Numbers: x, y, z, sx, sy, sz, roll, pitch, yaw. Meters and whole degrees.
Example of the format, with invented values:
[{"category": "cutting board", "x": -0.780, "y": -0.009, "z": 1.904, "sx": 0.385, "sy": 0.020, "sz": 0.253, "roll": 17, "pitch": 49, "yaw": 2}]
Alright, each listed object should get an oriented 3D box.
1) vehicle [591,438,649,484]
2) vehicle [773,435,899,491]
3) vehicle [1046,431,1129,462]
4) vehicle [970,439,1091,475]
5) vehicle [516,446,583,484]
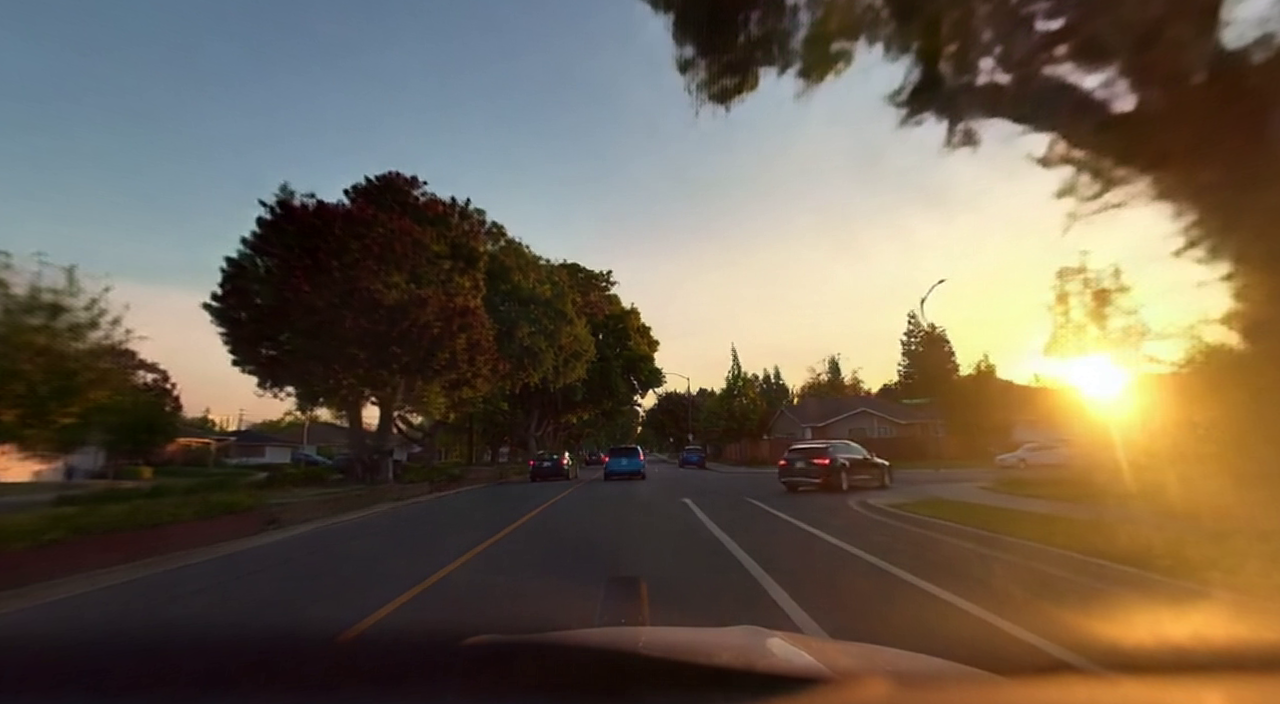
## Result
[{"category": "vehicle", "x": -0.725, "y": 4.477, "z": 26.032, "sx": 2.220, "sy": 1.742, "sz": 4.047, "roll": 0, "pitch": -9, "yaw": 1}, {"category": "vehicle", "x": 6.819, "y": 3.739, "z": 21.515, "sx": 2.192, "sy": 1.677, "sz": 4.820, "roll": -8, "pitch": -12, "yaw": 42}, {"category": "vehicle", "x": 26.575, "y": 5.632, "z": 37.433, "sx": 1.838, "sy": 1.770, "sz": 4.201, "roll": 0, "pitch": -9, "yaw": 1}, {"category": "vehicle", "x": 18.990, "y": 5.136, "z": 30.684, "sx": 4.532, "sy": 1.674, "sz": 2.051, "roll": 0, "pitch": -9, "yaw": -2}, {"category": "vehicle", "x": -3.648, "y": 4.636, "z": 26.181, "sx": 2.032, "sy": 1.433, "sz": 4.458, "roll": 0, "pitch": -9, "yaw": 1}]
